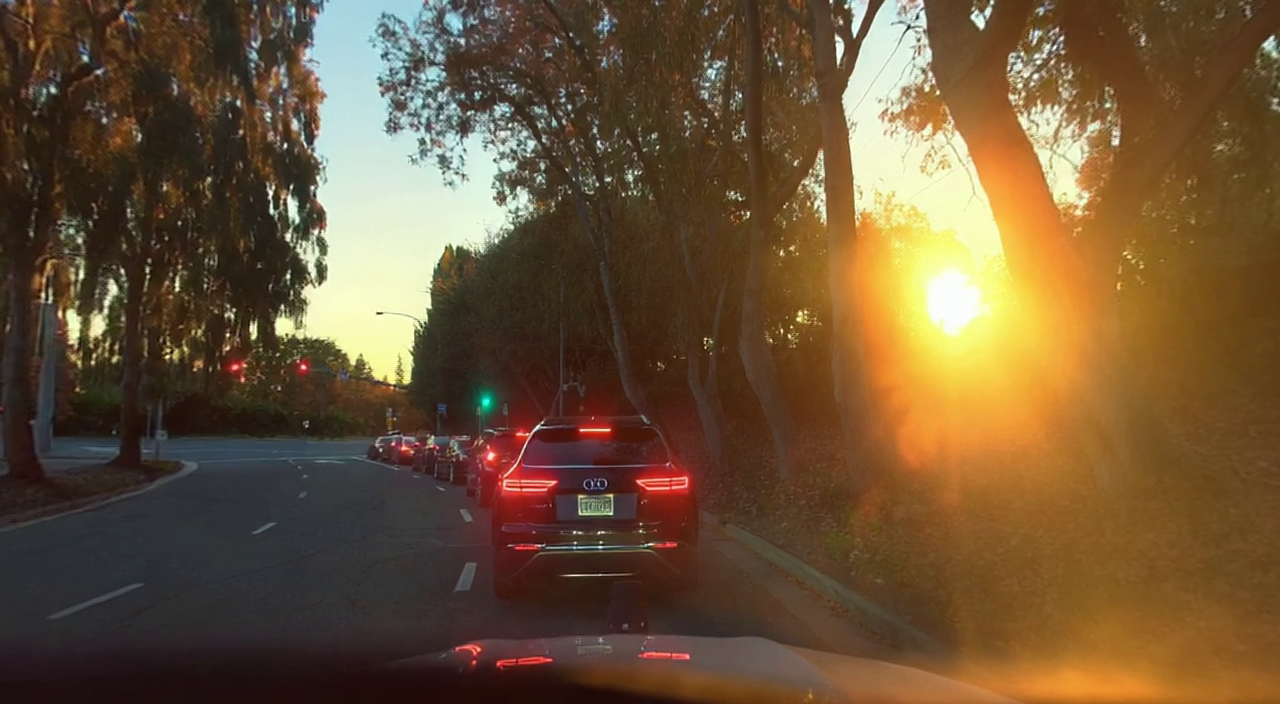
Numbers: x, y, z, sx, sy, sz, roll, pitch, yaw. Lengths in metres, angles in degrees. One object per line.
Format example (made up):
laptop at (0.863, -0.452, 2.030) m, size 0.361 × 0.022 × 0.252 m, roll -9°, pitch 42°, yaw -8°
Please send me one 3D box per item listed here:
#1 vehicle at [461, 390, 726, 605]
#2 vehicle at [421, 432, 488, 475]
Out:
vehicle at (-0.682, 1.455, 7.200) m, size 2.134 × 1.671 × 4.147 m, roll 1°, pitch -8°, yaw -10°
vehicle at (-7.295, 3.921, 24.495) m, size 1.902 × 1.536 × 3.662 m, roll 4°, pitch -9°, yaw -25°
